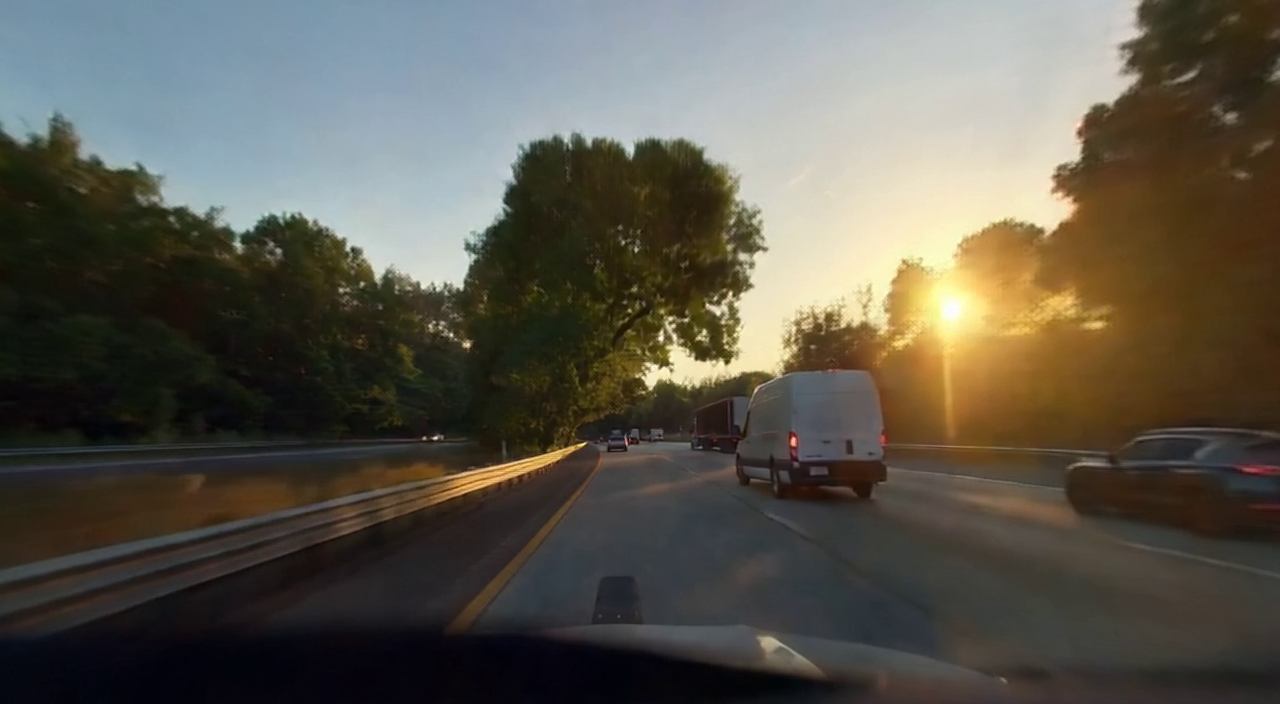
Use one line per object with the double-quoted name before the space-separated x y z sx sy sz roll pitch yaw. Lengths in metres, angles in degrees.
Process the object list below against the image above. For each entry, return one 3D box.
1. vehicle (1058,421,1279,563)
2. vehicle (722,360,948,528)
"vehicle" 7.541 1.642 7.958 1.821 1.468 3.805 0 -8 -1
"vehicle" 3.312 1.739 12.321 2.436 2.521 5.409 0 -8 -2
